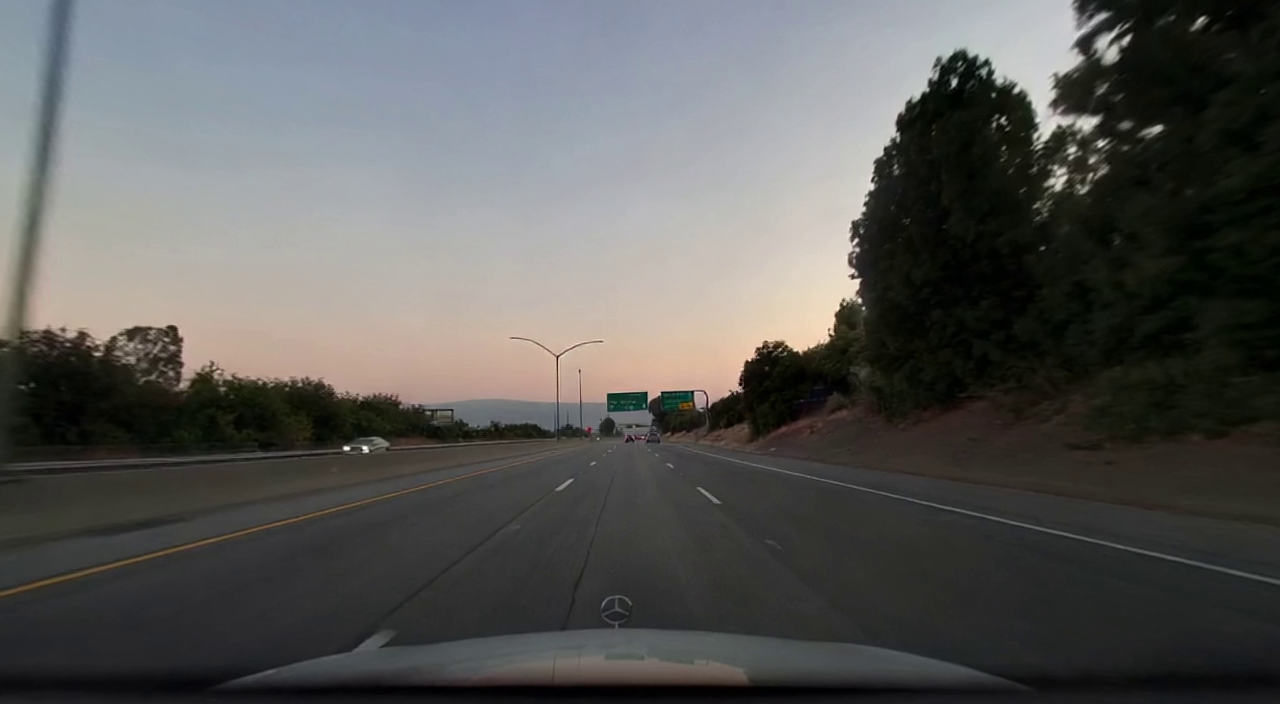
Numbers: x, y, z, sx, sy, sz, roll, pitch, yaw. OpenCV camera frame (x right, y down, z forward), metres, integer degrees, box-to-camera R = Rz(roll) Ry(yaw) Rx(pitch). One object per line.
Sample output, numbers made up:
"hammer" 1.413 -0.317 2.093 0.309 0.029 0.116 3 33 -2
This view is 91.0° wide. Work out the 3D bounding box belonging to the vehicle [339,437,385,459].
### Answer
"vehicle" -20.156 6.966 45.771 1.755 1.460 3.712 0 -8 -1
